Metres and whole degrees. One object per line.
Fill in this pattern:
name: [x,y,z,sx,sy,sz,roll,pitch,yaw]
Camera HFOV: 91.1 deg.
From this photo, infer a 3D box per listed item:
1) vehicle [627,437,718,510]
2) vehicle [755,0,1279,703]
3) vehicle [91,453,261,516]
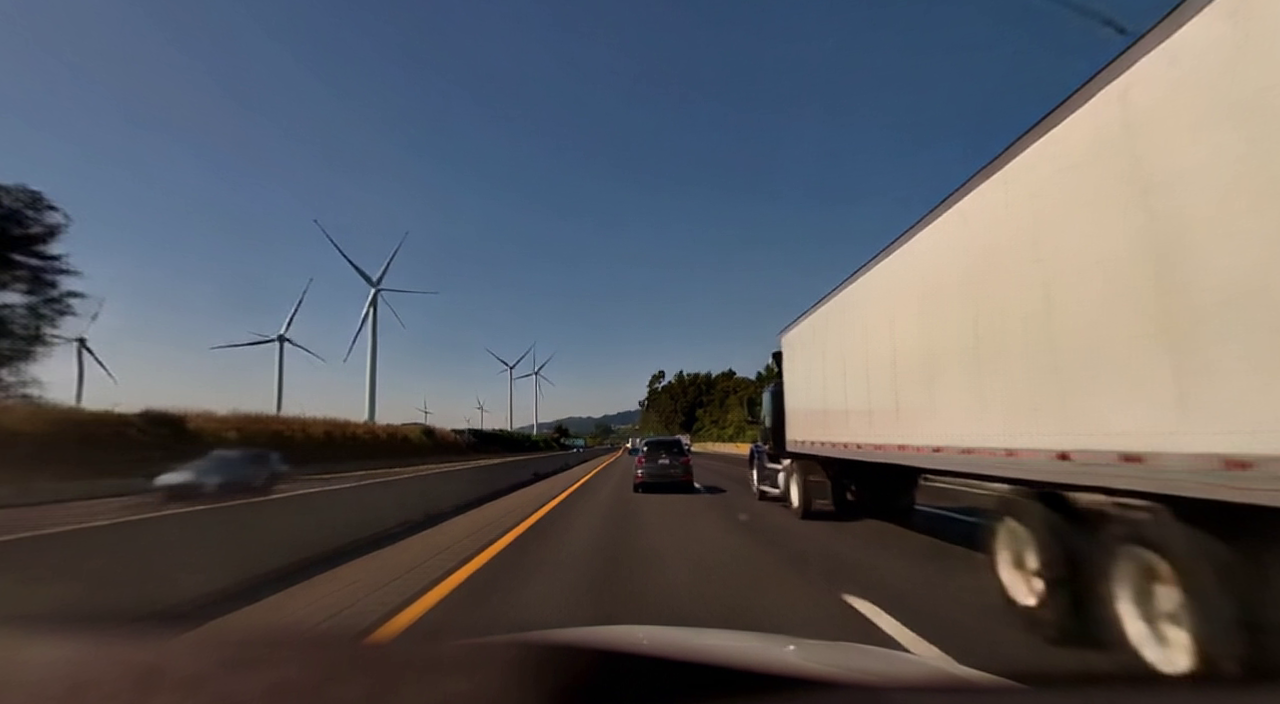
vehicle: [0.734,3.046,16.421,2.038,1.624,4.312,0,-8,0]
vehicle: [4.706,0.588,8.604,3.129,4.126,14.913,0,-8,-1]
vehicle: [-12.756,3.621,17.647,1.884,1.480,3.831,0,-8,-1]
